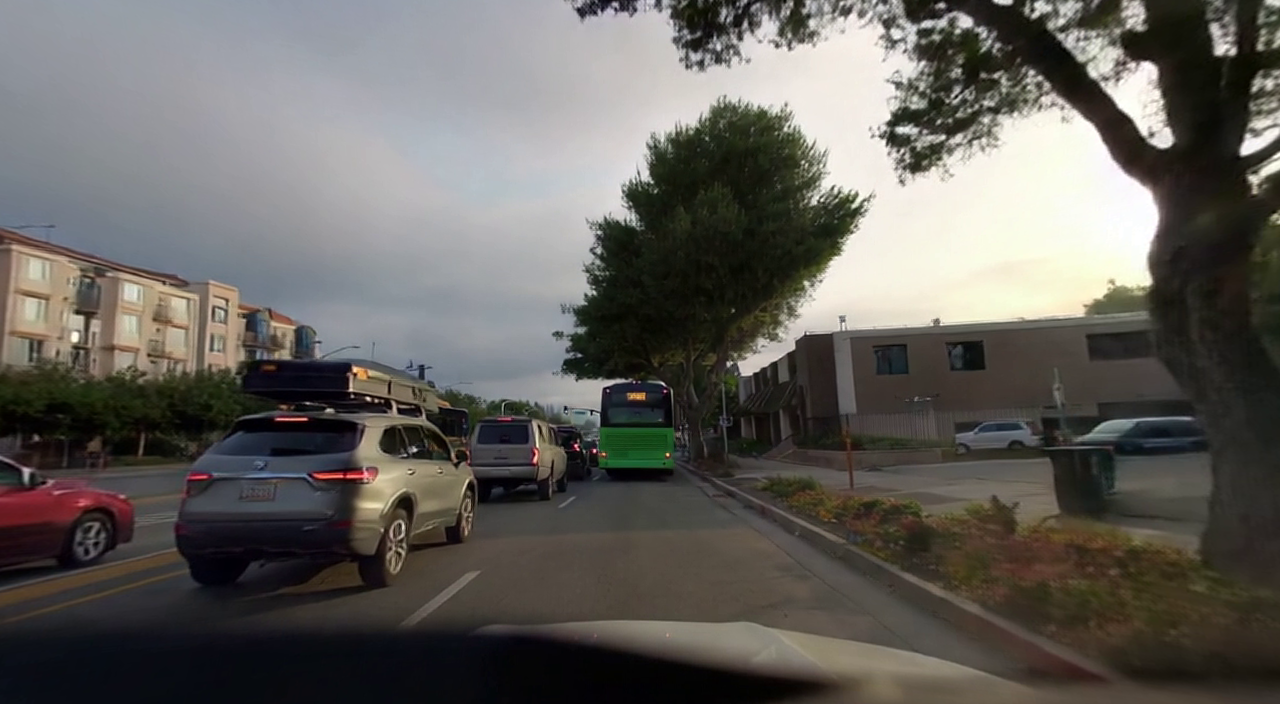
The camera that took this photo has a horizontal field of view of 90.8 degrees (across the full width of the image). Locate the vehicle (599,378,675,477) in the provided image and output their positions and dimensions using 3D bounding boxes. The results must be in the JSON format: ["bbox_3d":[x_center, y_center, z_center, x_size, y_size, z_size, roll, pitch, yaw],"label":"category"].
[{"bbox_3d":[-0.081,3.879,31.021,2.970,3.857,12.200,0,-9,0],"label":"vehicle"}]

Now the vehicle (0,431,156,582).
[{"bbox_3d":[-7.298,1.477,5.932,1.986,1.473,4.465,0,-9,-1],"label":"vehicle"}]

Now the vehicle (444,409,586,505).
[{"bbox_3d":[-3.035,2.779,17.045,2.546,2.125,5.869,0,-9,1],"label":"vehicle"}]

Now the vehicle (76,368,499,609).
[{"bbox_3d":[-3.346,1.453,7.573,2.095,1.892,5.043,0,-9,1],"label":"vehicle"}]
